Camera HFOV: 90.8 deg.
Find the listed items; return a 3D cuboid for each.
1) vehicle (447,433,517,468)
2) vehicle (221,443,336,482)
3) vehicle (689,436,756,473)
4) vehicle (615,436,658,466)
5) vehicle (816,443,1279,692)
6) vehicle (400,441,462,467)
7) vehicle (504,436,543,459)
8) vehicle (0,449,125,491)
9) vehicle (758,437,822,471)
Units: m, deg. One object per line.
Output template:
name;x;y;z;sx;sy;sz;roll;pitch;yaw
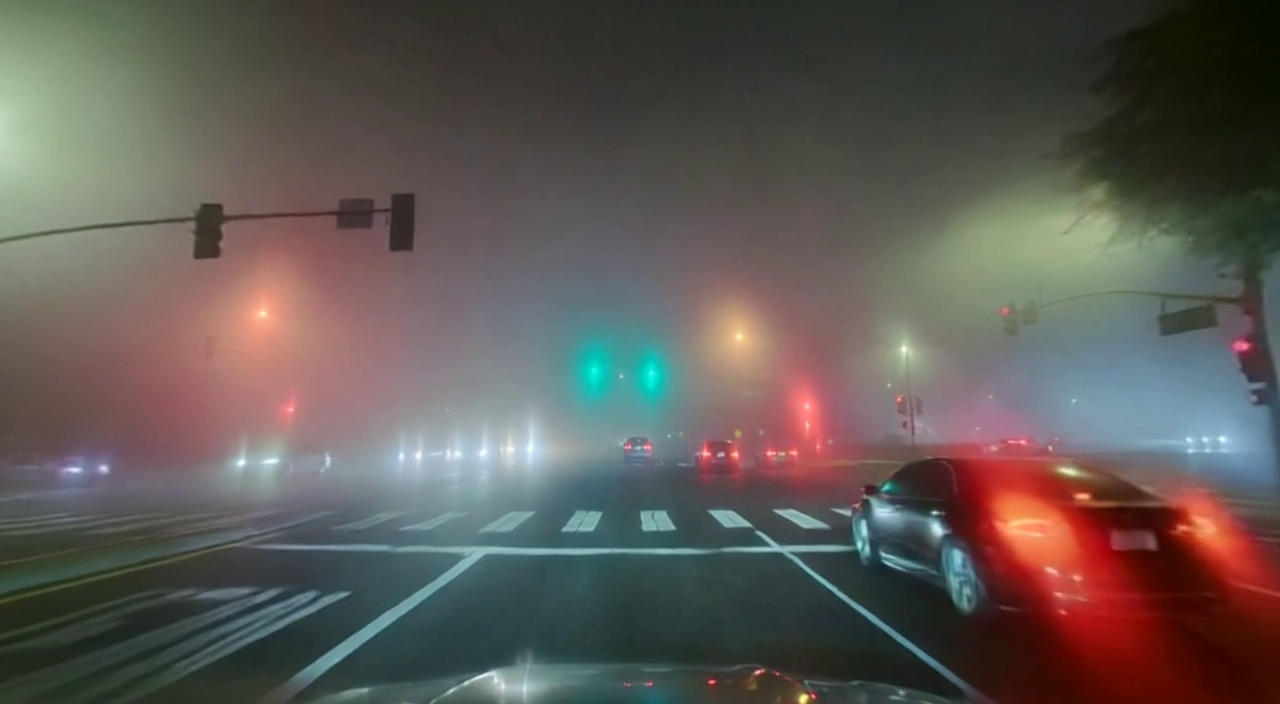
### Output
vehicle;-8.538;5.389;34.675;2.590;1.769;4.827;0;-8;1
vehicle;-15.359;4.679;27.201;2.144;1.463;4.701;0;-8;1
vehicle;3.534;4.475;27.901;2.226;1.490;4.593;0;-8;-2
vehicle;-0.181;5.244;33.556;2.143;1.480;4.006;0;-8;-1
vehicle;3.286;1.503;5.707;2.080;1.321;4.382;0;-8;-1
vehicle;-12.344;6.049;37.660;2.181;1.440;4.253;0;-8;1
vehicle;-8.995;7.444;49.269;2.160;1.689;4.451;0;-8;1
vehicle;-23.502;4.587;24.846;4.751;1.501;2.147;-1;-8;5
vehicle;7.046;4.815;30.183;1.861;1.473;4.393;0;-8;-2
